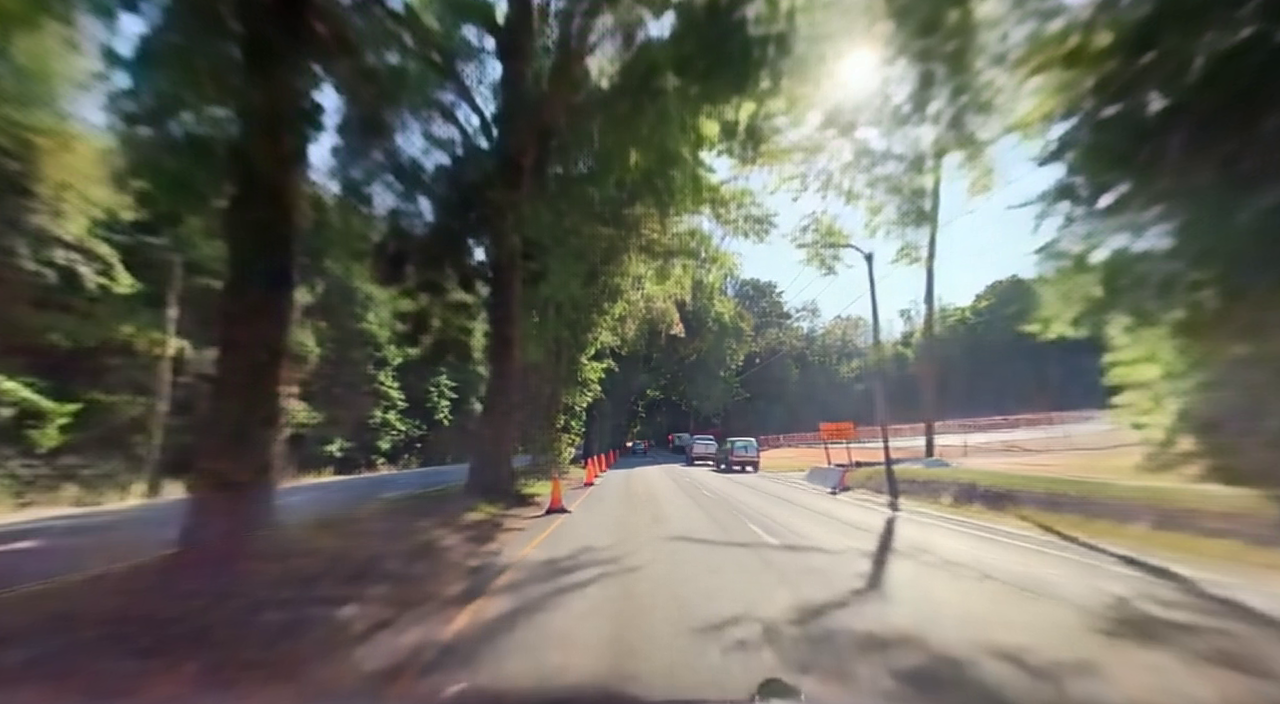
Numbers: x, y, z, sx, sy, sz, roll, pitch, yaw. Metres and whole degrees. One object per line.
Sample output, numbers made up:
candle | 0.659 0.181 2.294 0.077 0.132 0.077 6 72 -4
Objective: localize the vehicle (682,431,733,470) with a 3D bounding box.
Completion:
vehicle | 4.542 6.856 43.534 2.694 2.177 6.177 0 -13 -1

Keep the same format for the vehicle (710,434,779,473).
vehicle | 5.685 5.674 35.522 2.294 1.949 6.246 1 -8 -5
